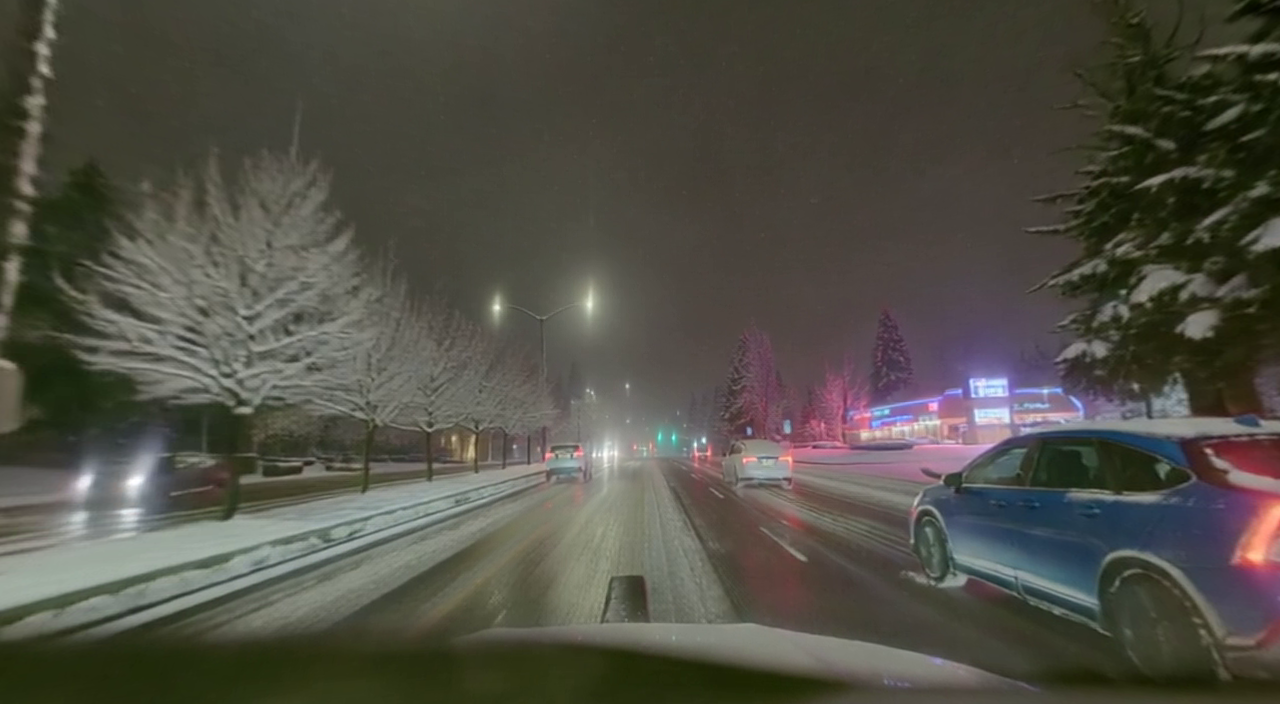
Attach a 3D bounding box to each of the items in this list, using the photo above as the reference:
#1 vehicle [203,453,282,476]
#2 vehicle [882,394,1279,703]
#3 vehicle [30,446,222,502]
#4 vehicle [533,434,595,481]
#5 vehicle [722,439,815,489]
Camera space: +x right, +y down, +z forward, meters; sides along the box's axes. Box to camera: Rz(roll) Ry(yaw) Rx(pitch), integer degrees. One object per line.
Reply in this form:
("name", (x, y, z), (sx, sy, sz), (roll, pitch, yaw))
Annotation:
("vehicle", (-30.396, 8.592, 48.339), (1.998, 1.623, 4.681), (-4, -9, 23))
("vehicle", (3.527, 1.164, 4.175), (1.976, 1.491, 4.714), (0, -8, 0))
("vehicle", (-19.508, 4.612, 24.468), (2.501, 1.862, 5.754), (-1, -8, 2))
("vehicle", (-3.000, 4.282, 25.797), (1.981, 1.731, 4.360), (0, -8, 1))
("vehicle", (4.131, 3.672, 21.102), (2.036, 1.480, 4.659), (0, -8, -1))
